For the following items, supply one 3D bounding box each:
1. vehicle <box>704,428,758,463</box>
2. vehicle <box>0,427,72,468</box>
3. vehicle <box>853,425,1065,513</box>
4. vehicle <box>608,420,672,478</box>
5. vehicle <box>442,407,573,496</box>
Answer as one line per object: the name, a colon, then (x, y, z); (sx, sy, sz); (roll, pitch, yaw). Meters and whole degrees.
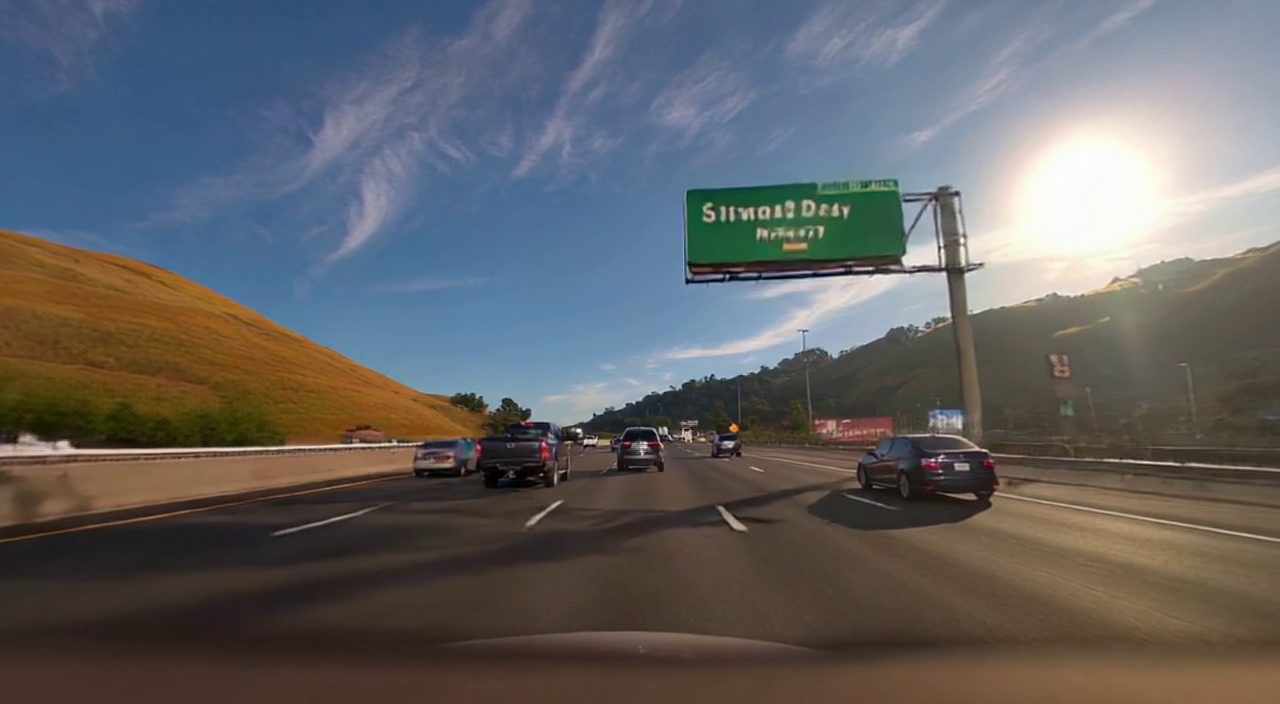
vehicle: (4.906, 5.120, 34.629); (2.067, 1.775, 4.372); (0, -8, -3)
vehicle: (-35.268, 5.340, 35.326); (2.281, 2.161, 4.835); (0, -8, 1)
vehicle: (6.110, 2.286, 12.830); (1.998, 1.456, 4.338); (0, -8, -1)
vehicle: (0.031, 3.384, 22.092); (2.052, 1.808, 3.898); (0, -8, 1)
vehicle: (-3.328, 2.693, 17.287); (2.316, 1.999, 5.765); (0, -8, 0)
